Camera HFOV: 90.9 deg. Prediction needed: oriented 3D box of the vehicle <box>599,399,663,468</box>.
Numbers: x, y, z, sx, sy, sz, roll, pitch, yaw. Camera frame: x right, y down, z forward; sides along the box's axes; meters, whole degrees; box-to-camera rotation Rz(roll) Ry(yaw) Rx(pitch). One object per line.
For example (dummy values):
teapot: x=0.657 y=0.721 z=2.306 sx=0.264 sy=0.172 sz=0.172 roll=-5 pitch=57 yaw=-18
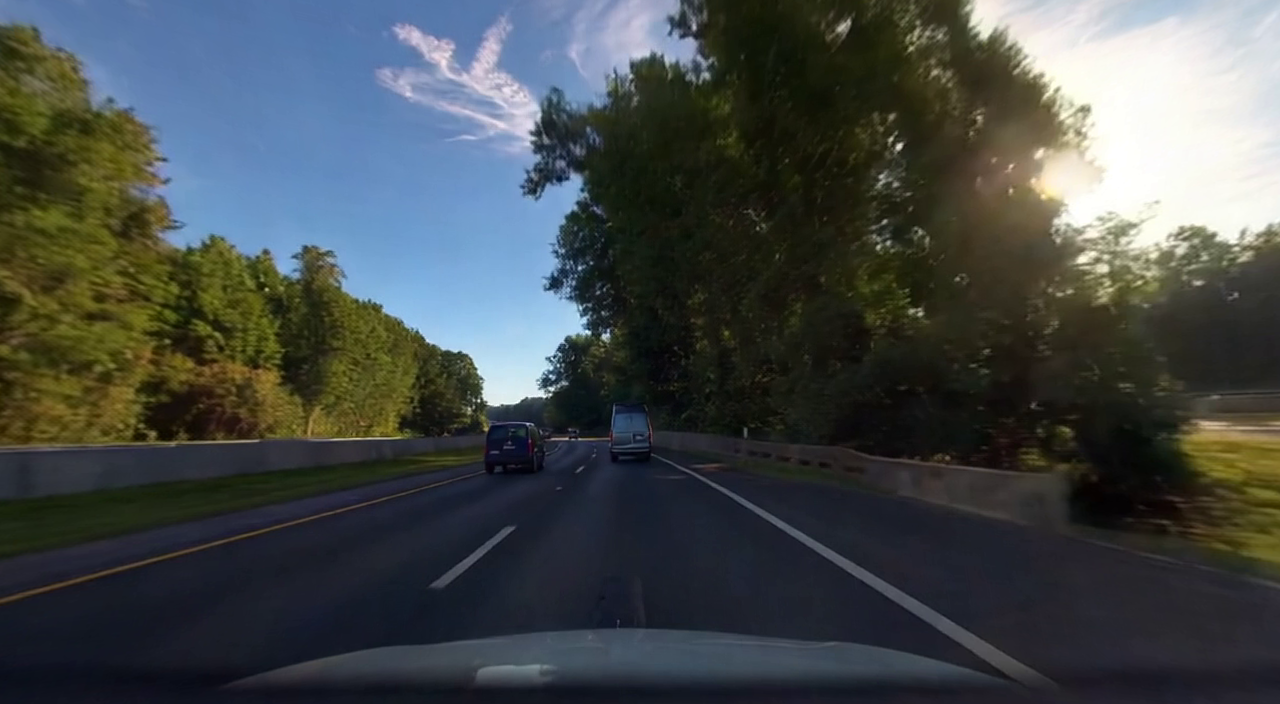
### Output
vehicle: x=-0.546 y=3.852 z=29.624 sx=2.647 sy=2.896 sz=6.480 roll=0 pitch=-8 yaw=-3

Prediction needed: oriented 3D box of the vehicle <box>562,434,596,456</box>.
vehicle: x=-4.339 y=6.695 z=45.489 sx=2.251 sy=1.459 sz=4.236 roll=0 pitch=-8 yaw=-2

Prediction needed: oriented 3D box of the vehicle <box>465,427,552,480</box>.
vehicle: x=-4.409 y=3.467 z=21.876 sx=2.110 sy=1.636 sz=4.453 roll=0 pitch=-8 yaw=-1
